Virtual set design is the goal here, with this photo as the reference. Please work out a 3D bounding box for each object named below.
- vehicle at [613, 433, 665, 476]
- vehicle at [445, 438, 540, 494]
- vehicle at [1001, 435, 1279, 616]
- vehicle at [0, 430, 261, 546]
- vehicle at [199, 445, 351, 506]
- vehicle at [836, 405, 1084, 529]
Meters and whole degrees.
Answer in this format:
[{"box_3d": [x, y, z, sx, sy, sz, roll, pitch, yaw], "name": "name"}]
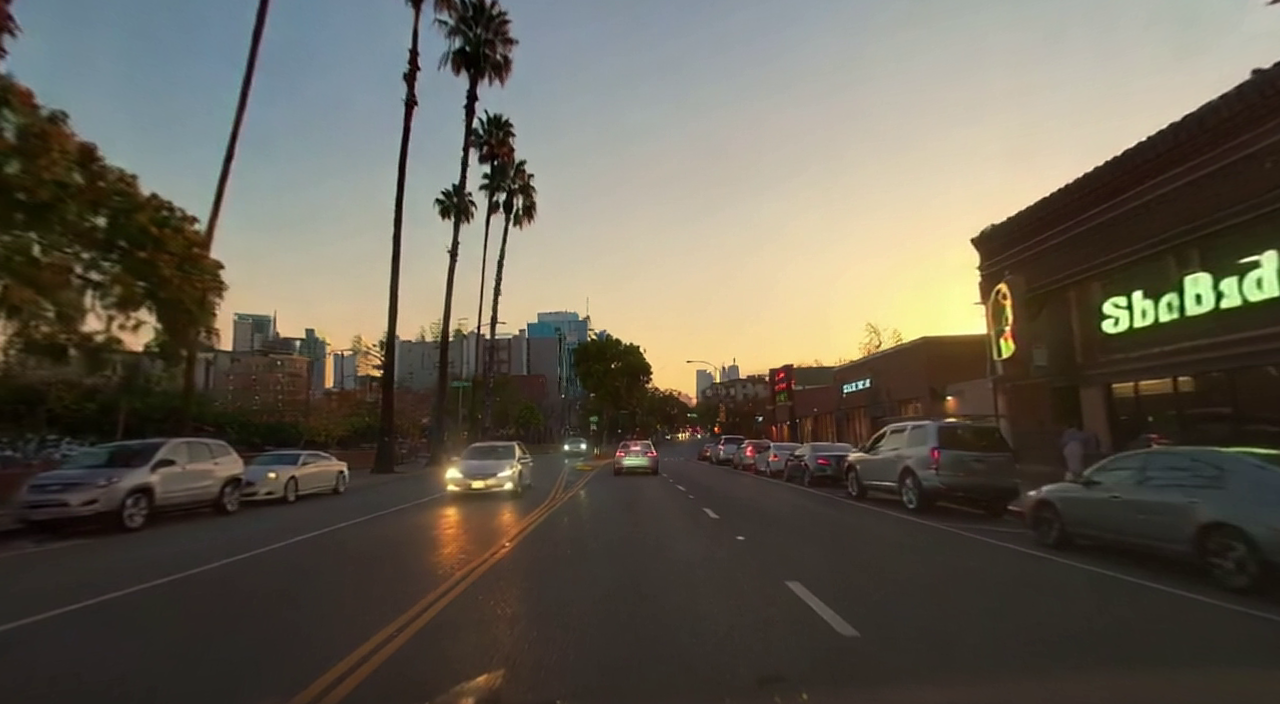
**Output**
[{"box_3d": [-0.071, 4.344, 27.032, 2.063, 1.664, 4.471, 0, -8, -1], "name": "vehicle"}, {"box_3d": [-4.193, 3.283, 18.666, 1.916, 1.453, 4.315, 0, -8, -2], "name": "vehicle"}, {"box_3d": [6.226, 1.667, 6.819, 1.786, 1.492, 4.874, 0, -8, 0], "name": "vehicle"}, {"box_3d": [-9.766, 2.477, 12.493, 1.818, 1.740, 4.555, -3, -7, -1], "name": "vehicle"}, {"box_3d": [-9.920, 3.340, 17.623, 1.786, 1.476, 4.117, 0, -8, 0], "name": "vehicle"}, {"box_3d": [6.307, 2.350, 13.625, 2.257, 2.074, 5.857, 0, -8, 0], "name": "vehicle"}]
